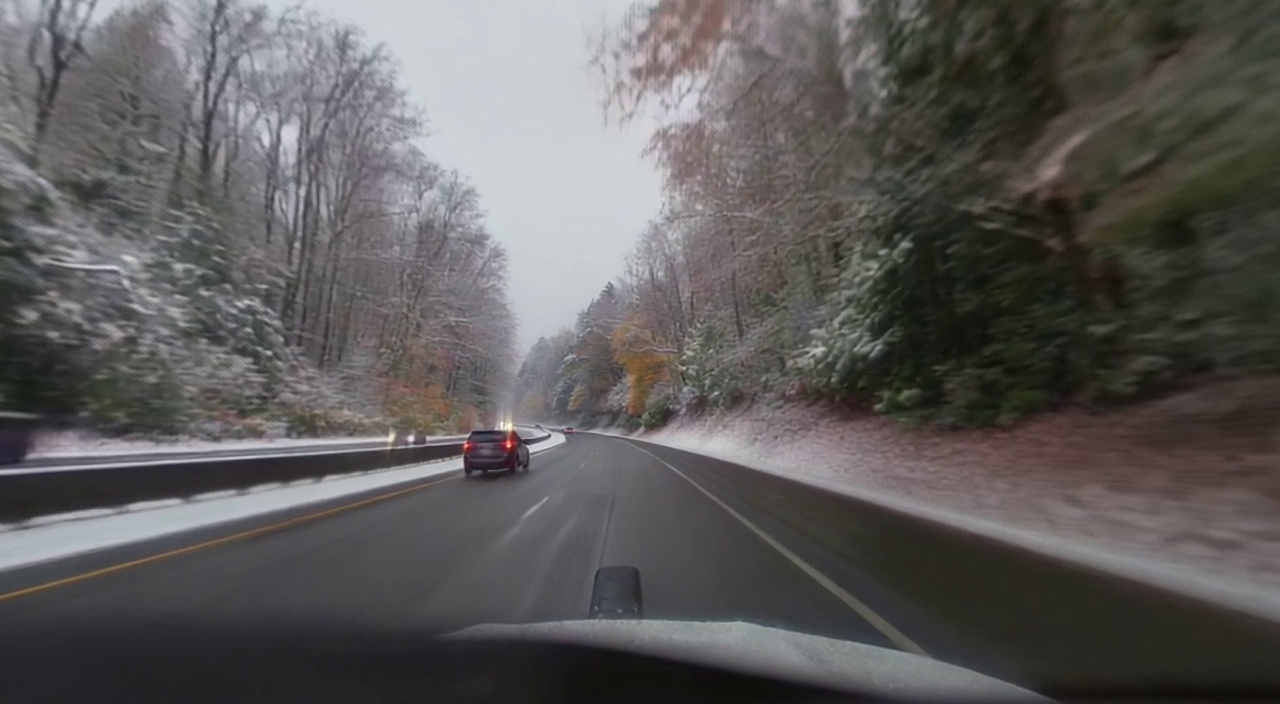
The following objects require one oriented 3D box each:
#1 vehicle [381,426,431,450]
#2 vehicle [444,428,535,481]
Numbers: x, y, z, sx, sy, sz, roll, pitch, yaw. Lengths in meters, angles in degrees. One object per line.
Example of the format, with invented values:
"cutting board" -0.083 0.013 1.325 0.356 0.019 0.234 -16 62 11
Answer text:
"vehicle" -15.448 5.695 41.734 1.930 1.504 3.975 0 -8 -2
"vehicle" -4.865 3.359 21.040 2.073 1.559 4.393 0 -8 -2
